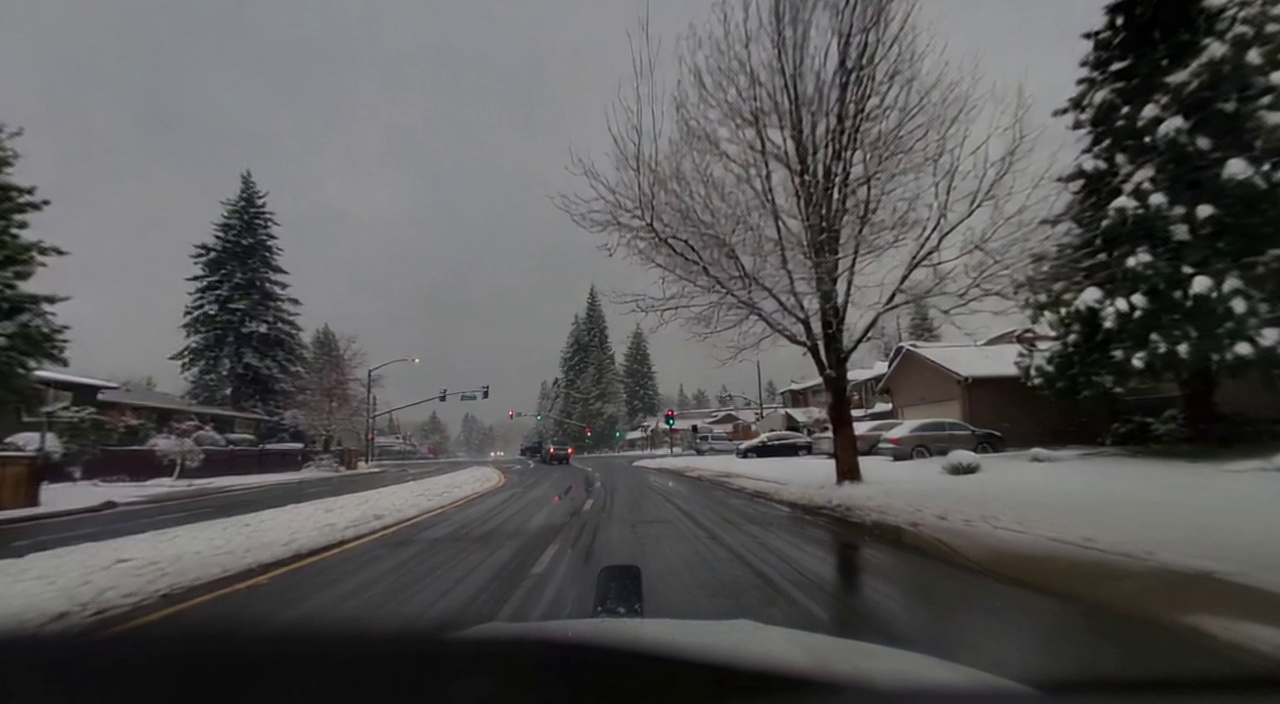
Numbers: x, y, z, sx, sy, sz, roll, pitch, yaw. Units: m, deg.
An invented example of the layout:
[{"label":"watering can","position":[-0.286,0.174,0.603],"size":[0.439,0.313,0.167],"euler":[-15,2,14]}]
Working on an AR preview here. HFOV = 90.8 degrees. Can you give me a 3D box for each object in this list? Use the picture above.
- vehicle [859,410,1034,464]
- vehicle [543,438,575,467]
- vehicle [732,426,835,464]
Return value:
[{"label":"vehicle","position":[9.694,2.739,20.238],"size":[4.590,1.648,1.876],"euler":[0,-9,-3]},{"label":"vehicle","position":[-5.537,6.789,42.913],"size":[2.041,1.834,4.679],"euler":[1,-9,-8]},{"label":"vehicle","position":[7.291,4.760,32.394],"size":[4.663,1.618,1.962],"euler":[-2,-8,-7]}]
